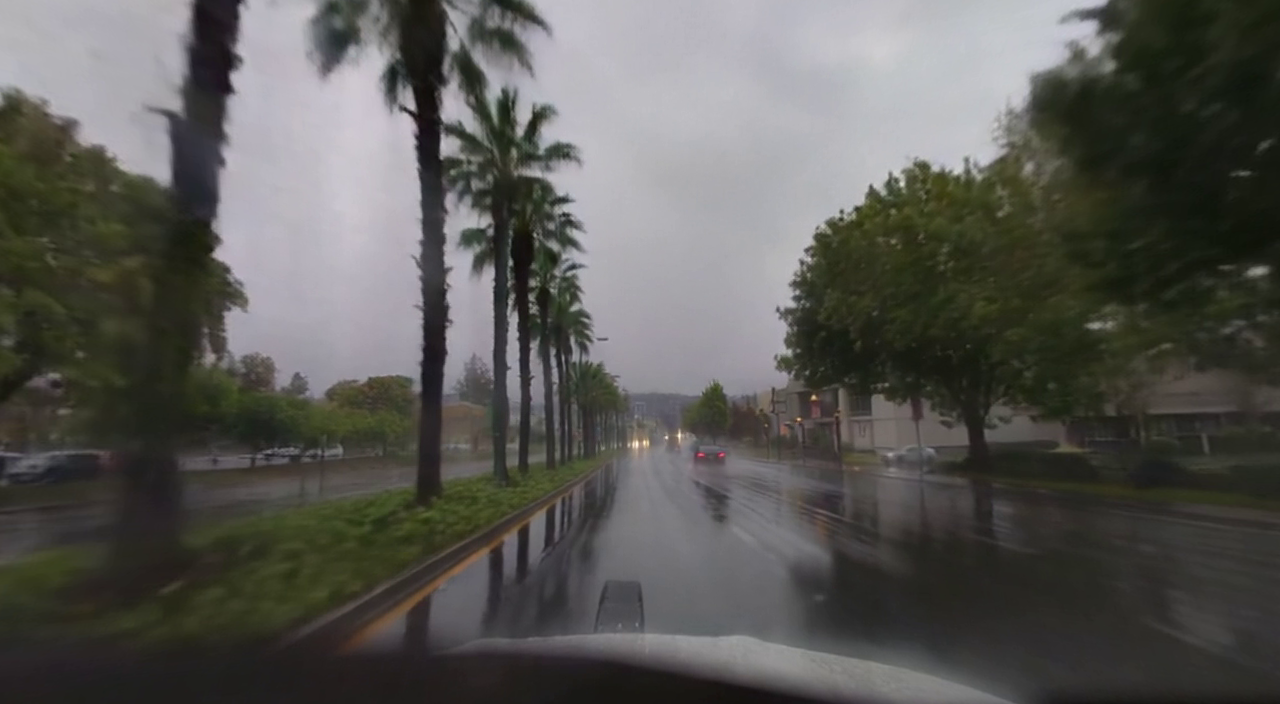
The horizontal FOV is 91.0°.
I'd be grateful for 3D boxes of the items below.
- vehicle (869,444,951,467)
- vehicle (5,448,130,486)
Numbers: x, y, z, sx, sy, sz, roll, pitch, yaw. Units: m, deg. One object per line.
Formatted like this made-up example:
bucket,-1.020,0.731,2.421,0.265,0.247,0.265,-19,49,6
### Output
vehicle,17.707,6.781,41.430,4.526,1.429,1.815,0,-8,2
vehicle,-26.539,5.348,29.428,1.914,1.581,4.486,-1,-9,-6
